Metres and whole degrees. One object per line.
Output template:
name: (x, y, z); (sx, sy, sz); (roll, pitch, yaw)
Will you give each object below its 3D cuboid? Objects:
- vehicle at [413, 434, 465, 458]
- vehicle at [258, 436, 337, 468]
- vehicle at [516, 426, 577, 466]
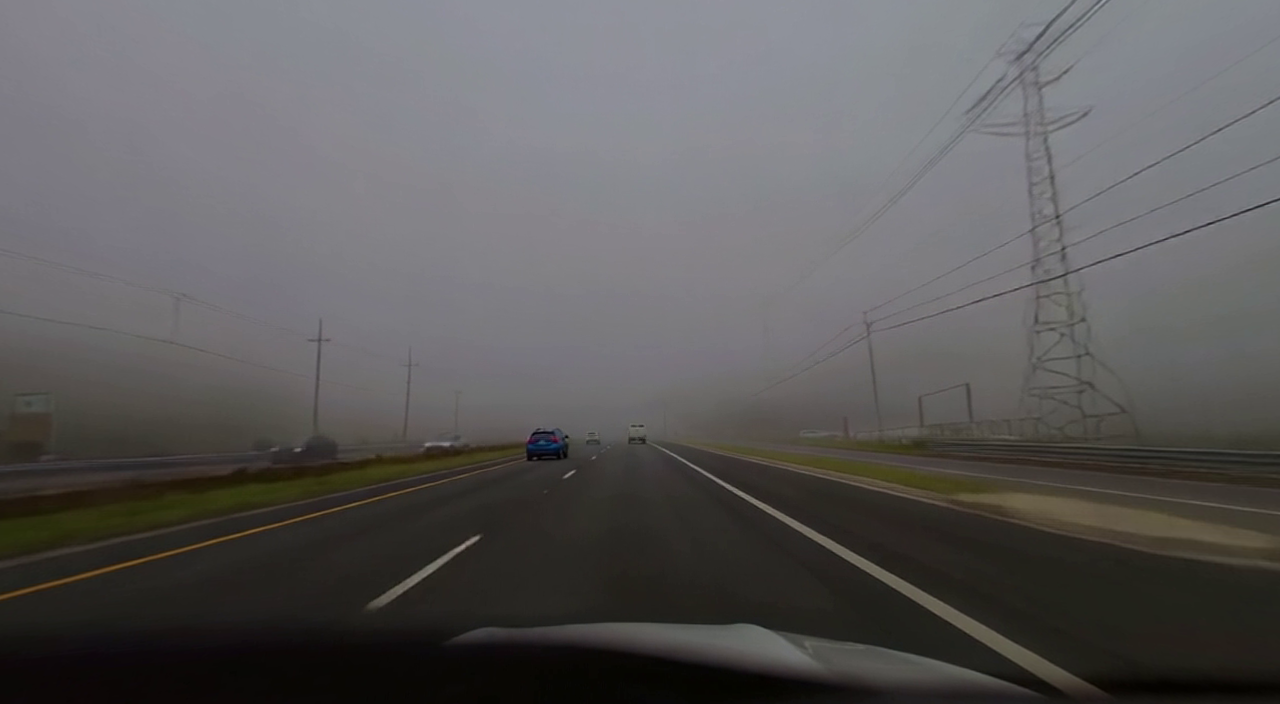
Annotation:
vehicle: (-12.996, 6.098, 40.972); (1.912, 1.455, 4.706); (0, -8, 0)
vehicle: (-17.280, 5.040, 31.947); (1.843, 1.534, 3.925); (0, -8, -1)
vehicle: (-3.966, 4.054, 27.404); (2.023, 1.580, 4.259); (0, -8, -1)
